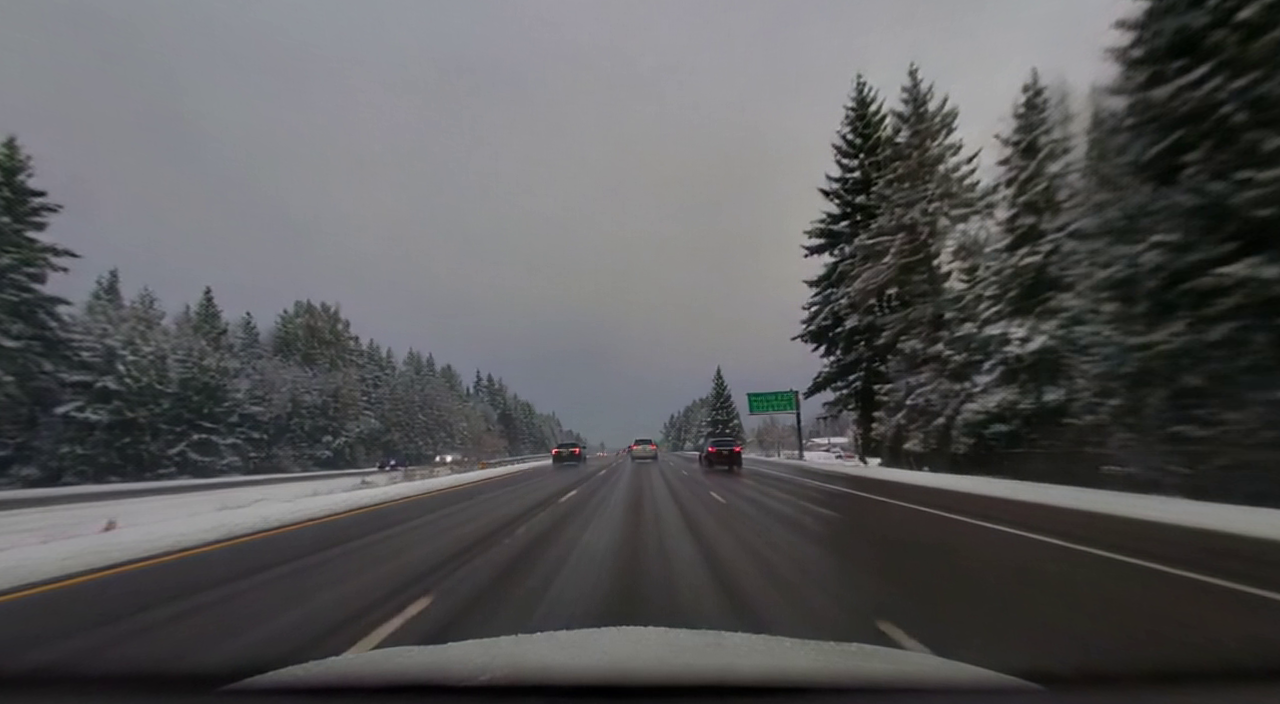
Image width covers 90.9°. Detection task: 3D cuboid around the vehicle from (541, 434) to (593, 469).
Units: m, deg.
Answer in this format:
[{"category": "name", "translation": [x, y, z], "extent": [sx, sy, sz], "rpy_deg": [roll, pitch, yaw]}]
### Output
[{"category": "vehicle", "translation": [-3.965, 5.497, 34.982], "extent": [2.217, 1.773, 4.553], "rpy_deg": [0, -8, 1]}]

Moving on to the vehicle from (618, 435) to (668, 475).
[{"category": "vehicle", "translation": [0.146, 4.568, 28.267], "extent": [2.049, 1.620, 4.153], "rpy_deg": [0, -8, 1]}]

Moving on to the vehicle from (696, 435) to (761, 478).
[{"category": "vehicle", "translation": [3.416, 4.118, 25.105], "extent": [1.996, 1.579, 3.841], "rpy_deg": [0, -8, -1]}]
